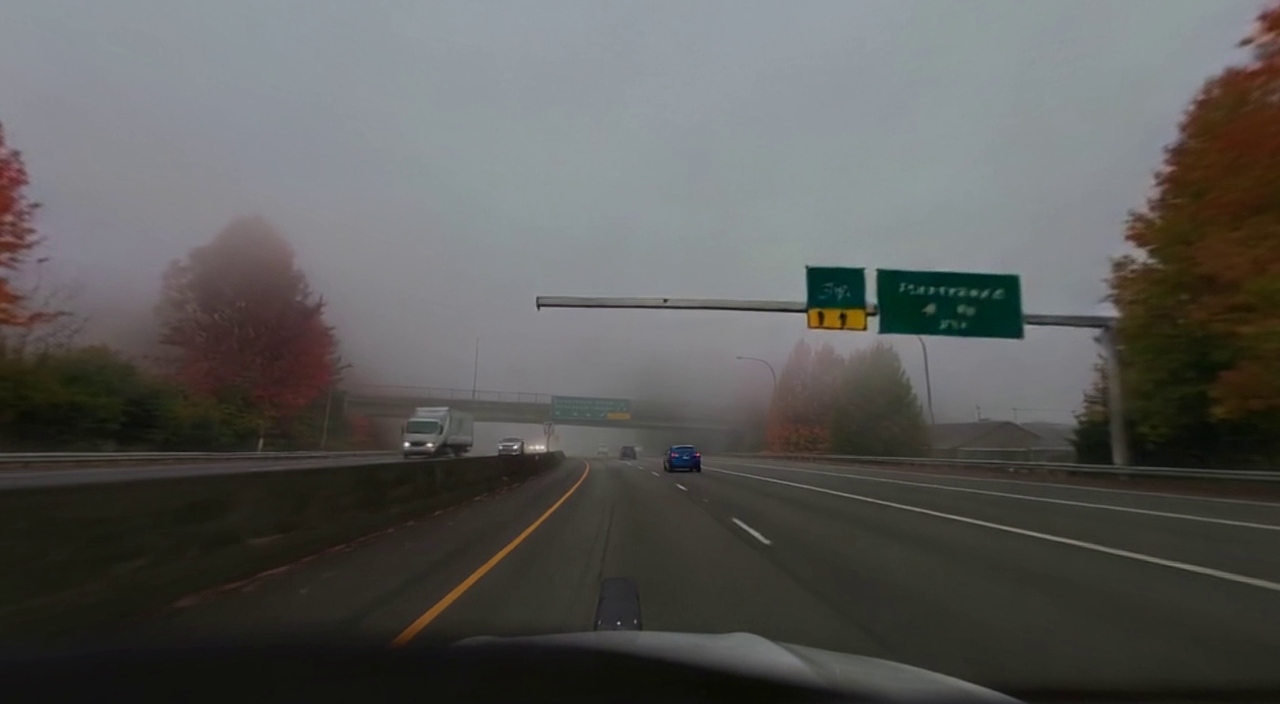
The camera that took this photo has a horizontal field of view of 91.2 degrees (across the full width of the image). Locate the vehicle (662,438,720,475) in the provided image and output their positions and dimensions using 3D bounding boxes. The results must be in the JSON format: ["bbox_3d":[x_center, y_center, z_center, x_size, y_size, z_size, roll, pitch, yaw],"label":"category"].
[{"bbox_3d":[2.401,5.138,30.921,2.337,1.633,4.222,0,-9,-2],"label":"vehicle"}]

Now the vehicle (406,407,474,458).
[{"bbox_3d":[-15.479,6.442,49.317,2.932,3.621,8.904,0,-9,-4],"label":"vehicle"}]
